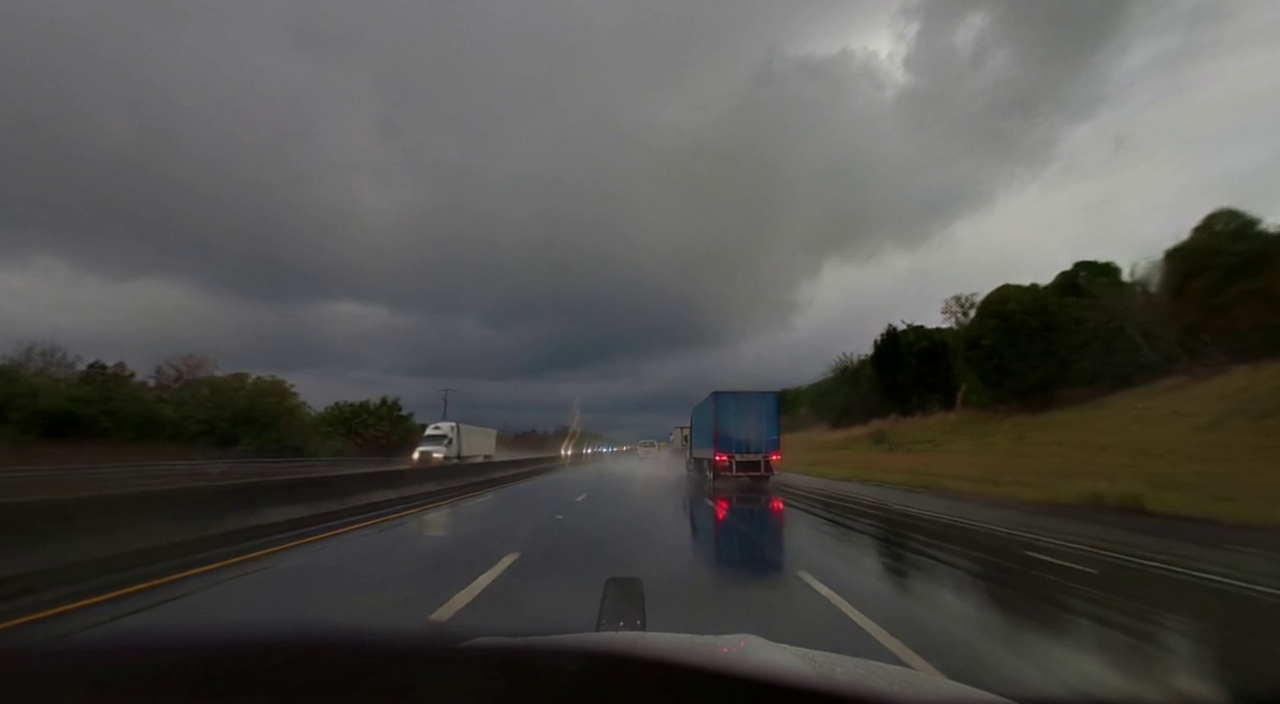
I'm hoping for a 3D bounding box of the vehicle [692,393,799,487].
[{"bbox_3d":[4.187,3.858,27.400,2.960,3.381,8.914,0,-9,-1],"label":"vehicle"}]
